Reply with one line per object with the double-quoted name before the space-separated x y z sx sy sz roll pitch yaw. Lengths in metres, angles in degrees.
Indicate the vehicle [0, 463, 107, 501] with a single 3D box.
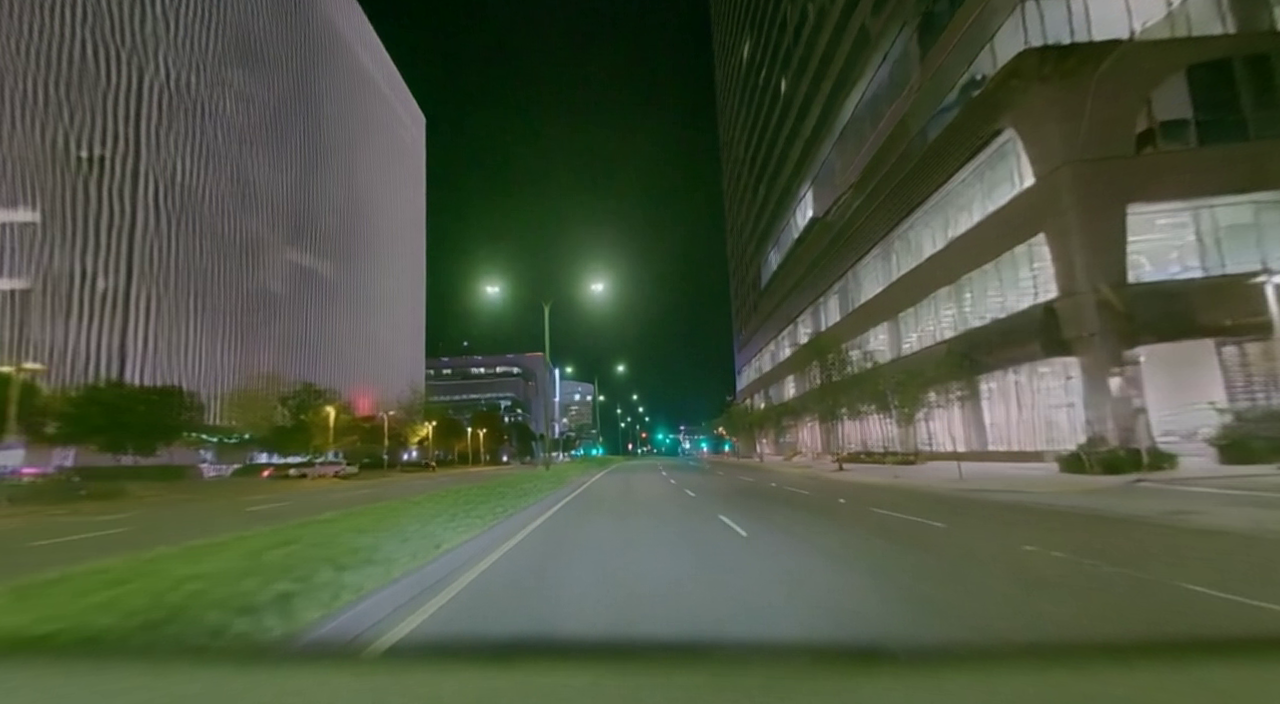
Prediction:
"vehicle" -26.790 5.774 27.958 4.410 1.430 1.897 1 -9 -23
